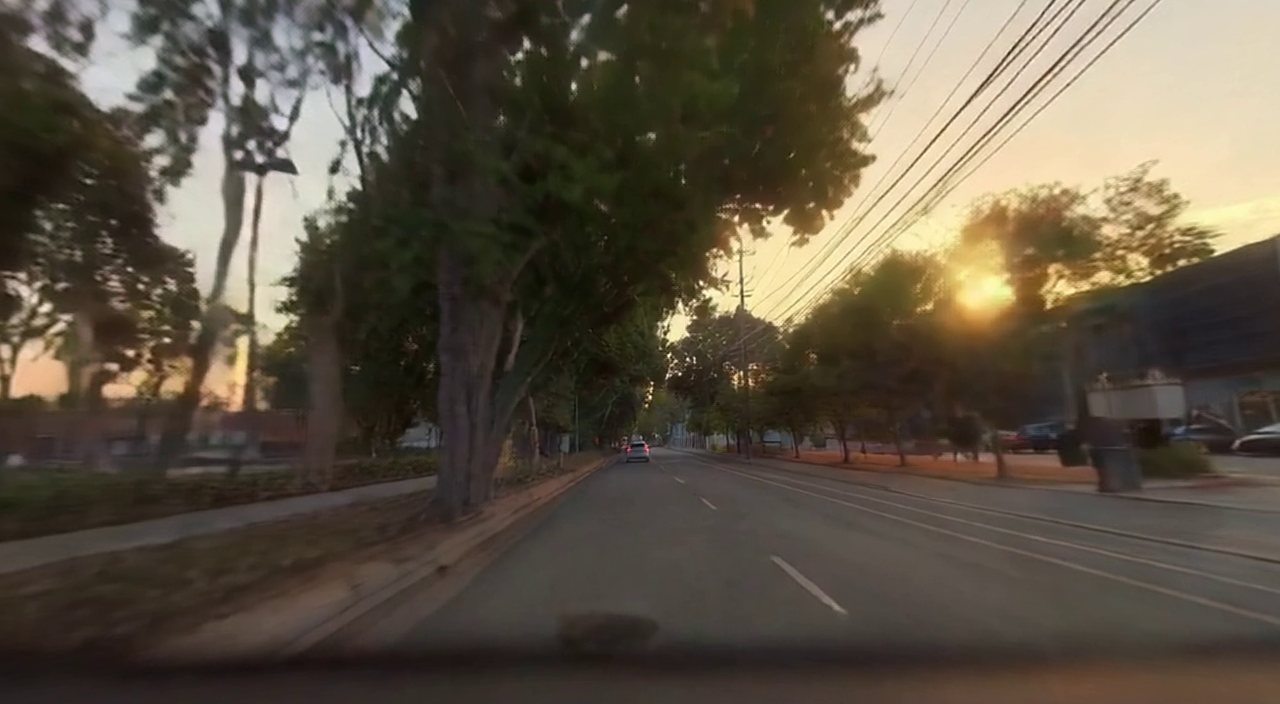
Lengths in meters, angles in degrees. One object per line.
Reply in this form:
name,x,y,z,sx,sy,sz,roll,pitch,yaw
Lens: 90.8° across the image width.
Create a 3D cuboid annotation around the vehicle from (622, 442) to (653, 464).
vehicle,-0.200,7.141,44.743,2.109,1.501,4.042,0,-9,-1
